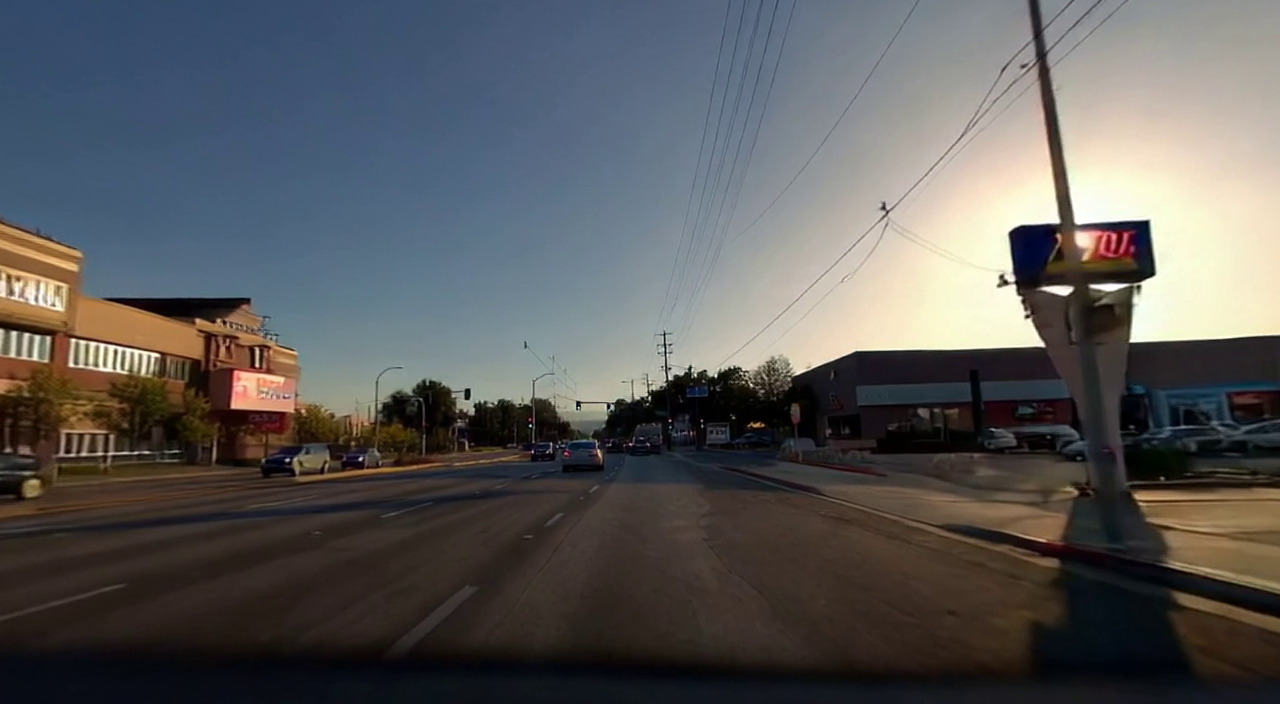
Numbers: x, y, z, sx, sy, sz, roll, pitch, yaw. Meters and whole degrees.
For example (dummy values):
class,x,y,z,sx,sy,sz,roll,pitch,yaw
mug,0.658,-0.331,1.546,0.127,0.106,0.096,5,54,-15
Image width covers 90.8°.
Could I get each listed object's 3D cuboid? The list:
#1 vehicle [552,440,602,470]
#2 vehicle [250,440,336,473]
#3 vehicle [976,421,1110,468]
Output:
class,x,y,z,sx,sy,sz,roll,pitch,yaw
vehicle,-3.229,5.435,33.518,2.179,1.490,4.742,0,-9,0
vehicle,-21.076,6.364,38.676,2.211,1.813,4.818,-1,-9,4
vehicle,14.793,3.449,23.665,2.036,1.520,5.417,-1,-8,7
